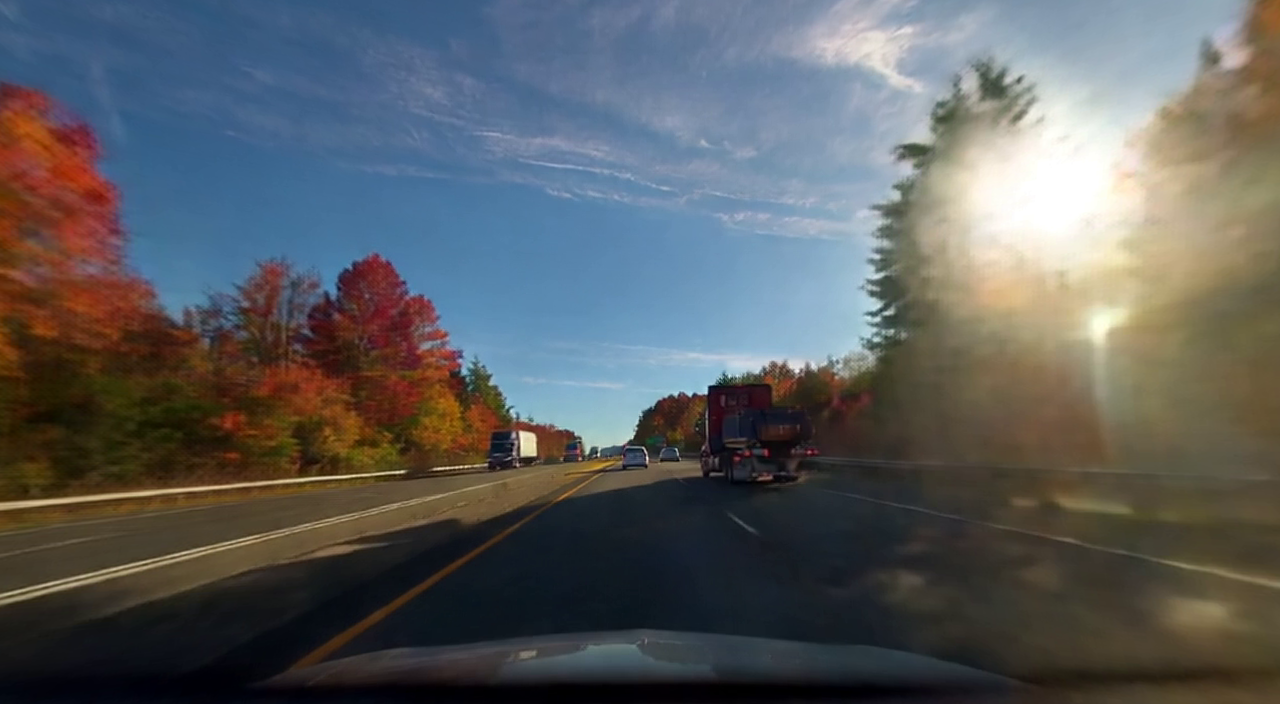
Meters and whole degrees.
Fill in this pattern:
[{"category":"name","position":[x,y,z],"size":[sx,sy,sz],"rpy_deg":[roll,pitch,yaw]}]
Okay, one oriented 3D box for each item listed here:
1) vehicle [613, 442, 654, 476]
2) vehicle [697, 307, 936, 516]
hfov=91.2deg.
[{"category":"vehicle","position":[-0.378,5.915,34.896],"size":[2.151,1.693,4.201],"rpy_deg":[0,-9,-1]},{"category":"vehicle","position":[4.016,2.158,19.090],"size":[3.068,4.042,13.787],"rpy_deg":[-1,-9,-1]}]
